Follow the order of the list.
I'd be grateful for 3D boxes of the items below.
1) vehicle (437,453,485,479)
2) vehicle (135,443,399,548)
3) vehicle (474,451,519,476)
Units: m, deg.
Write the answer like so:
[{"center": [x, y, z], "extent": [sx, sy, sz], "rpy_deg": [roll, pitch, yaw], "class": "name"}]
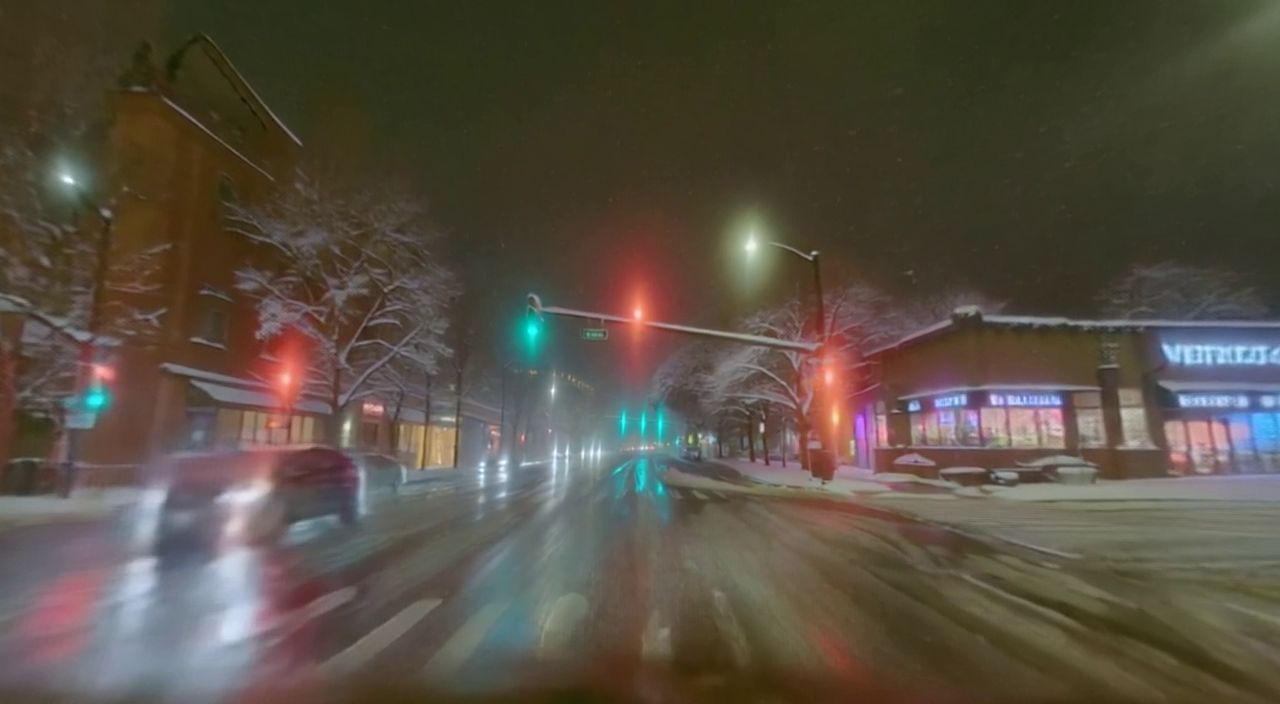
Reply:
[{"center": [-12.166, 7.766, 43.093], "extent": [1.960, 1.554, 4.050], "rpy_deg": [-2, -8, 2], "class": "vehicle"}, {"center": [-6.184, 2.368, 11.235], "extent": [2.007, 1.478, 4.328], "rpy_deg": [0, -8, 1], "class": "vehicle"}, {"center": [-9.161, 7.105, 40.548], "extent": [1.913, 1.457, 4.048], "rpy_deg": [0, -8, 1], "class": "vehicle"}]
